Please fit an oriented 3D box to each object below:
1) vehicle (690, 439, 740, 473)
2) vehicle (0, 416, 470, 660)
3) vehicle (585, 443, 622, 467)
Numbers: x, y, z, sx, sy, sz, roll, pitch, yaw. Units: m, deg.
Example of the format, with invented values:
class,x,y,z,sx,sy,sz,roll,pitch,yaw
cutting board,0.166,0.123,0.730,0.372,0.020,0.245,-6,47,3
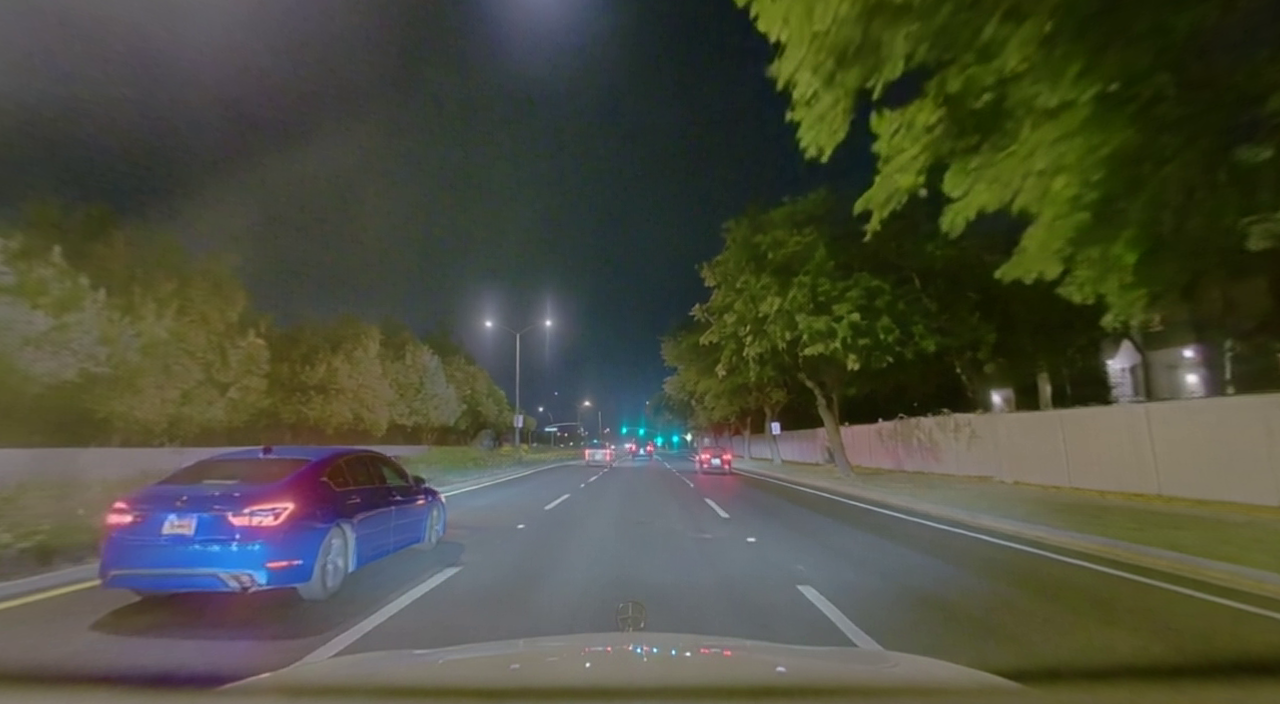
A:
class,x,y,z,sx,sy,sz,roll,pitch,yaw
vehicle,3.969,5.579,34.023,2.182,1.688,4.187,0,-8,0
vehicle,-3.543,1.536,6.496,2.091,1.503,4.989,0,-8,1
vehicle,-2.327,6.732,41.287,1.940,1.473,4.133,-1,-8,3
